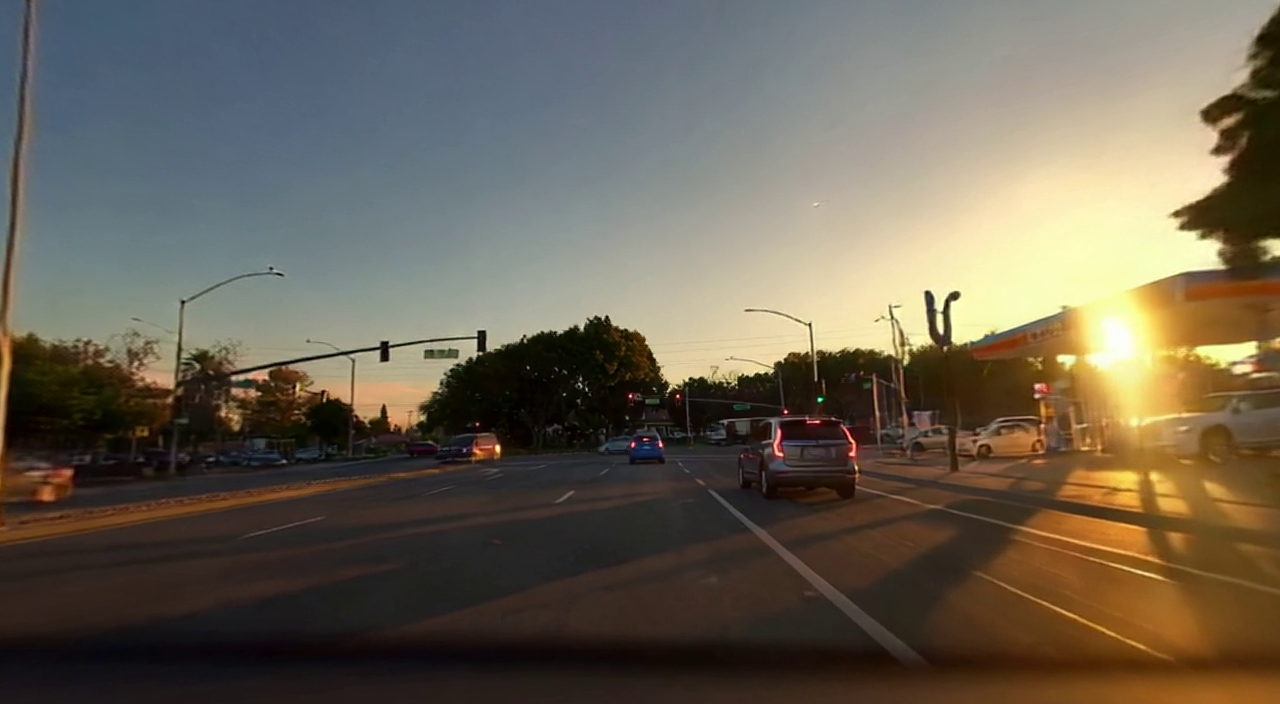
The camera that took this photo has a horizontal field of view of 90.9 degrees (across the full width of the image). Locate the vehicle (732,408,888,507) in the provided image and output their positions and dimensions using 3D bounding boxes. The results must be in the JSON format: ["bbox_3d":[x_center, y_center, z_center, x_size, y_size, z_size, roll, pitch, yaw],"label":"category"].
[{"bbox_3d":[3.407,2.237,13.661,2.083,1.779,4.347,0,-8,-1],"label":"vehicle"}]

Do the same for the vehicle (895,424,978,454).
[{"bbox_3d":[17.065,5.021,36.425,3.848,1.674,1.887,0,-8,1],"label":"vehicle"}]

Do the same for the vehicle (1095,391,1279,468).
[{"bbox_3d":[16.075,2.134,17.128,5.659,1.947,2.165,0,-8,1],"label":"vehicle"}]

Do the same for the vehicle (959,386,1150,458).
[{"bbox_3d":[16.299,2.817,25.079,5.790,2.675,2.554,1,-8,-4],"label":"vehicle"}]

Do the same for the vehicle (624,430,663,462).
[{"bbox_3d":[0.208,5.285,35.411,2.067,1.702,3.987,0,-8,1],"label":"vehicle"}]

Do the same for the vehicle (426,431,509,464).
[{"bbox_3d":[-10.963,6.131,40.528,2.191,1.984,5.431,-3,-9,22],"label":"vehicle"}]
